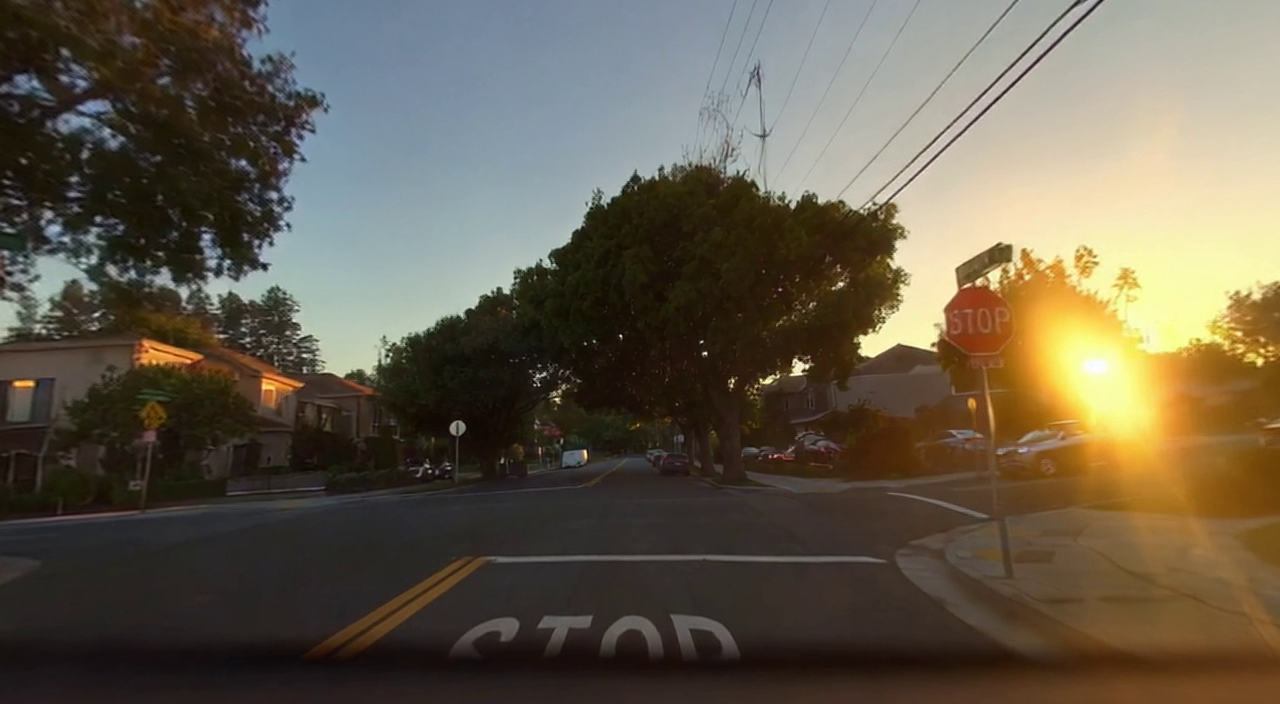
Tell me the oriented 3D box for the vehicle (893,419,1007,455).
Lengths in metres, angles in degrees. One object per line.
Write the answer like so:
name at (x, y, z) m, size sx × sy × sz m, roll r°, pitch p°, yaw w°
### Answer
vehicle at (14.791, 4.140, 30.428) m, size 1.960 × 1.584 × 4.669 m, roll 3°, pitch -9°, yaw -23°

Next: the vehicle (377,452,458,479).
vehicle at (-12.537, 6.405, 35.739) m, size 3.937 × 1.390 × 1.644 m, roll 0°, pitch -7°, yaw -1°

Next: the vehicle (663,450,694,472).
vehicle at (2.934, 8.483, 49.248) m, size 2.000 × 1.560 × 4.487 m, roll 0°, pitch -8°, yaw -2°

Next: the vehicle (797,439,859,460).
vehicle at (13.619, 7.020, 45.659) m, size 4.032 × 1.444 × 1.747 m, roll 3°, pitch -9°, yaw -23°

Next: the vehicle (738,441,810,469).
vehicle at (9.216, 7.137, 43.557) m, size 4.399 × 1.537 × 1.859 m, roll 4°, pitch -20°, yaw -21°

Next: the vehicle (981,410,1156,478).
vehicle at (14.924, 3.237, 22.107) m, size 4.788 × 1.875 × 2.148 m, roll 1°, pitch -20°, yaw -16°
